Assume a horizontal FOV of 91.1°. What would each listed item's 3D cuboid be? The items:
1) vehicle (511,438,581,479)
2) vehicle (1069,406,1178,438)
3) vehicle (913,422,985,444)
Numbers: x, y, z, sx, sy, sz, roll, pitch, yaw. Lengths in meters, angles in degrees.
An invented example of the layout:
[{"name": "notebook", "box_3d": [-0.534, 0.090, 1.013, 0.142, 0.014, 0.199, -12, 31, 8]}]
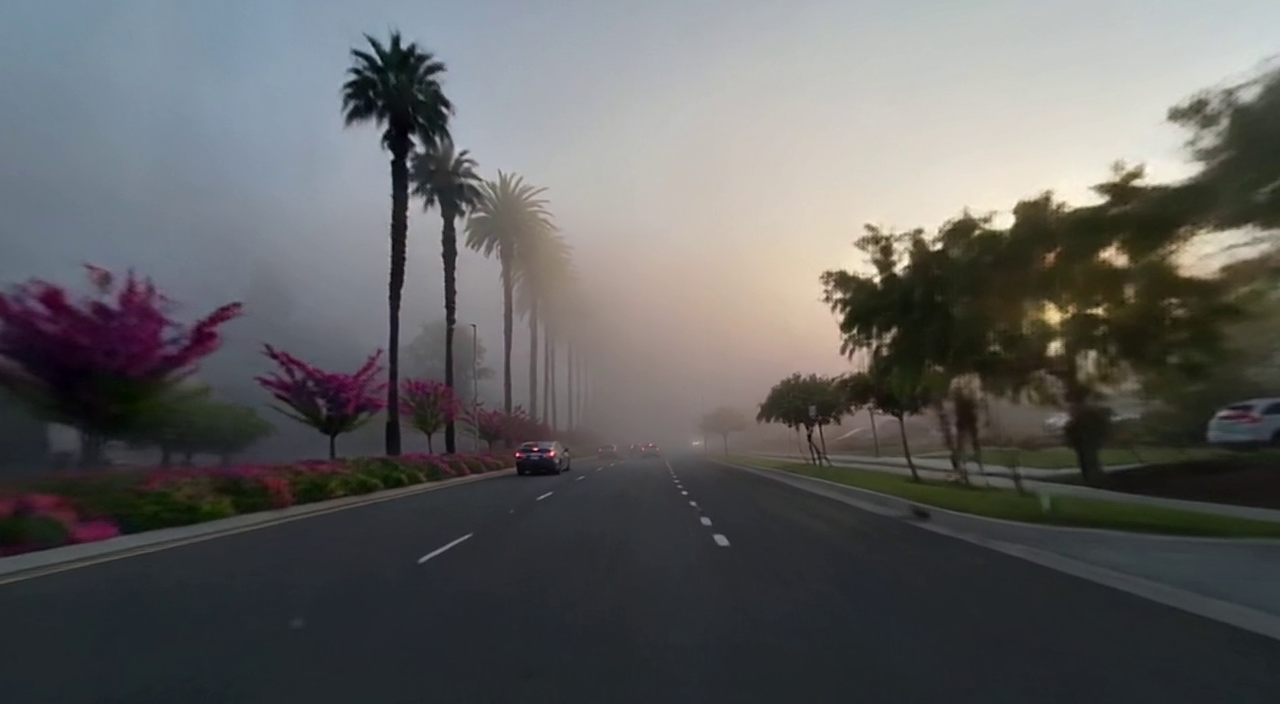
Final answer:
[{"name": "vehicle", "box_3d": [-3.703, 4.283, 25.583, 2.036, 1.478, 4.508, 0, -8, 1]}, {"name": "vehicle", "box_3d": [24.943, 3.640, 32.517, 3.956, 1.565, 1.886, -1, -8, 4]}, {"name": "vehicle", "box_3d": [21.856, 5.770, 44.572, 4.168, 1.489, 1.768, 0, -7, 8]}]
